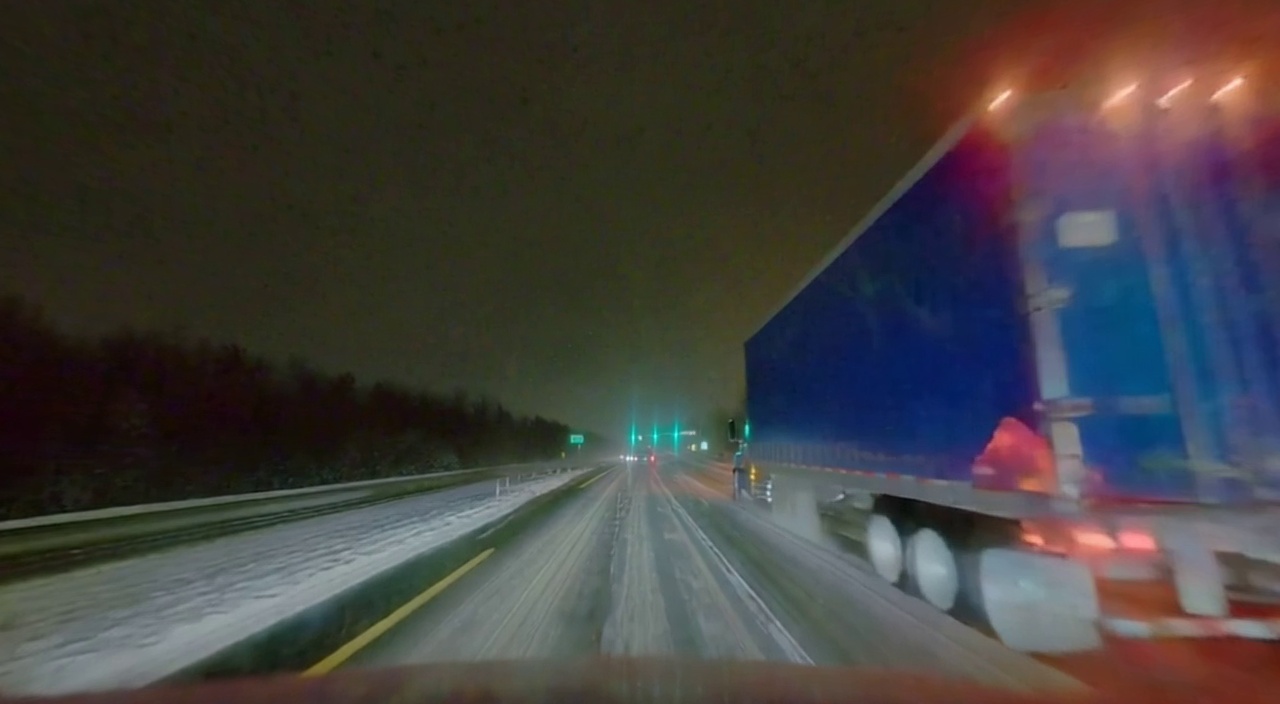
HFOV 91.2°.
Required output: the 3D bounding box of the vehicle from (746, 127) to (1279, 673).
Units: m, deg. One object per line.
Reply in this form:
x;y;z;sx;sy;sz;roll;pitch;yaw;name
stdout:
3.513;0.775;7.669;2.859;3.332;7.735;0;-9;-1;vehicle
